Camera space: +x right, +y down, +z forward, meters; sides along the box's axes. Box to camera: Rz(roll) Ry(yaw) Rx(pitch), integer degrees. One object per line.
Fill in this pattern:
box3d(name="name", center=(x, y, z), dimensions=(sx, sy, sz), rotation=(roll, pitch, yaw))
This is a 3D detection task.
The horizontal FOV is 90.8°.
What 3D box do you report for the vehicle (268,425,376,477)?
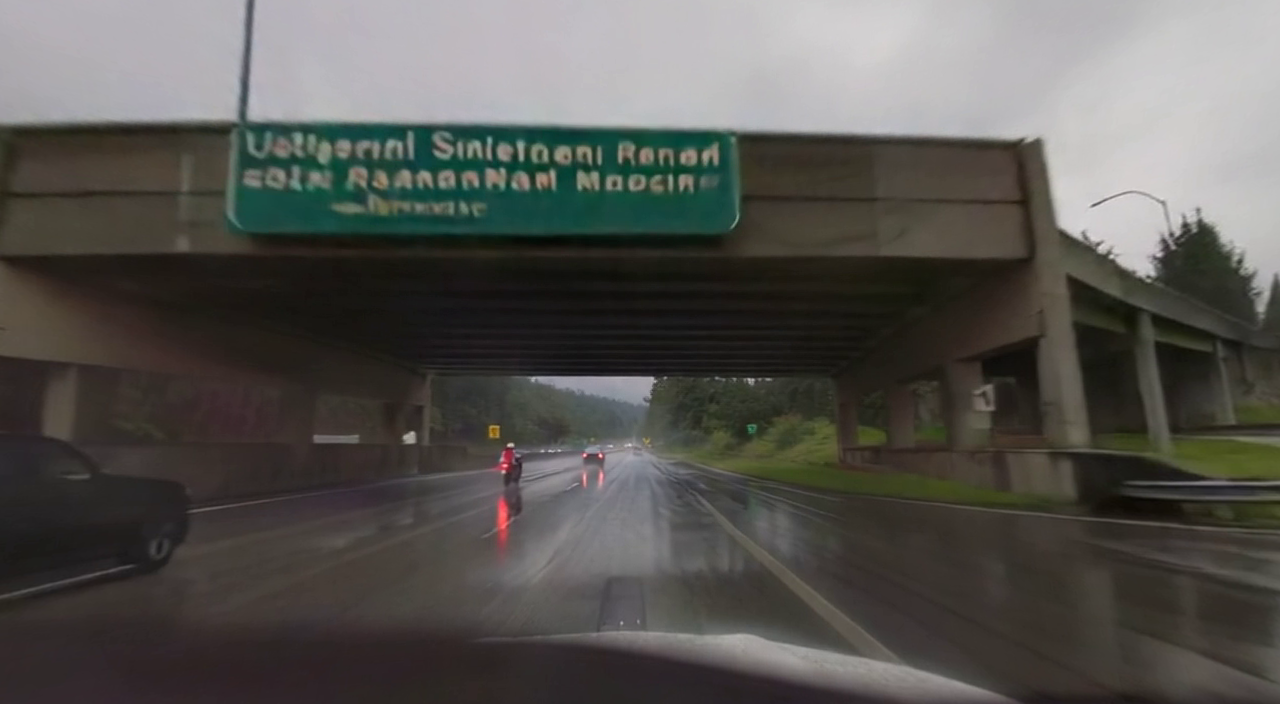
box3d(name="vehicle", center=(-24.130, 7.618, 48.780), dimensions=(2.882, 3.551, 10.371), rotation=(0, -9, 0))
